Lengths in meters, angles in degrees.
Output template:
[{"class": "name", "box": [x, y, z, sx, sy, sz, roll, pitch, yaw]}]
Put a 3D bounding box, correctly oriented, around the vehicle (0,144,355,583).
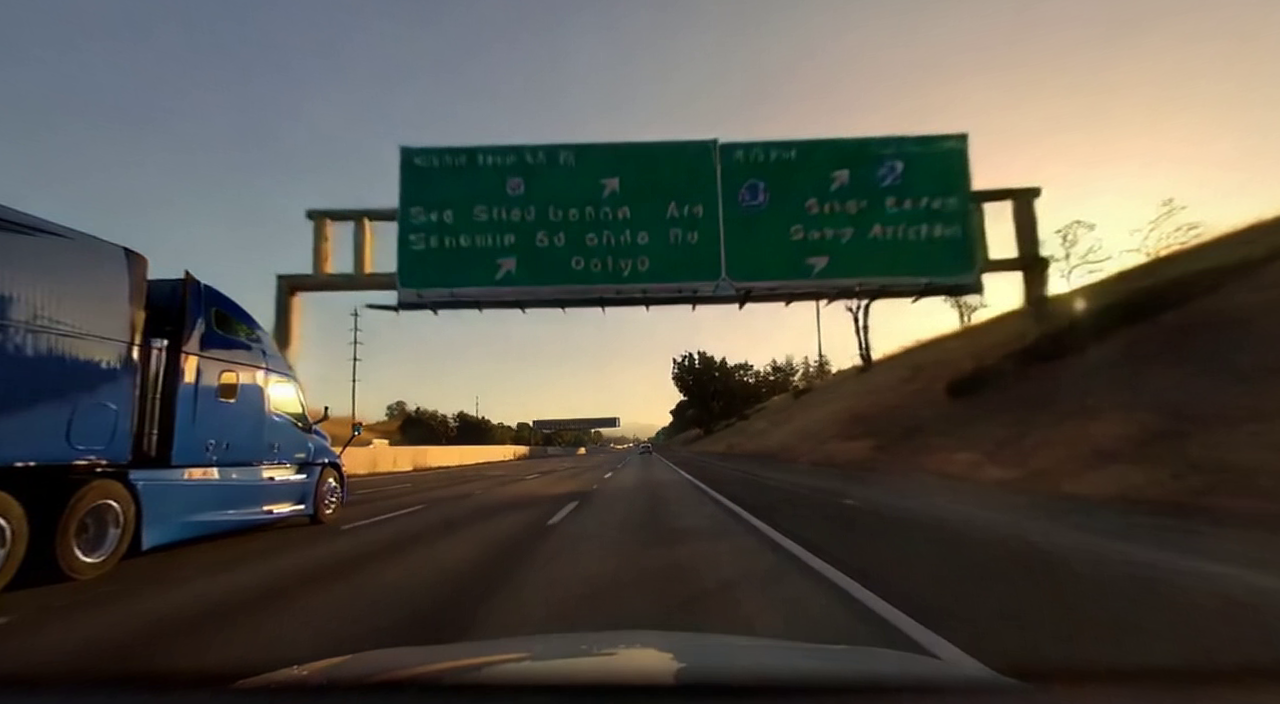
[{"class": "vehicle", "box": [-7.256, 0.437, 7.951, 2.996, 3.947, 8.600, 0, -9, 1]}]
